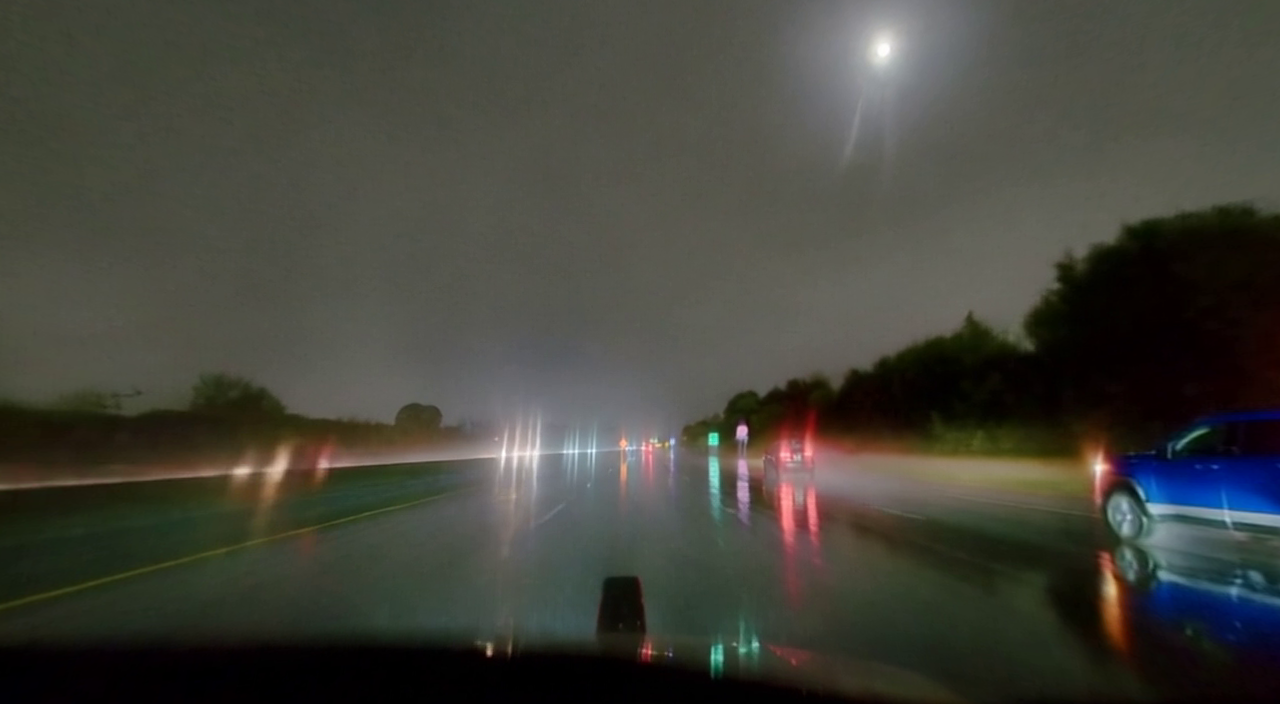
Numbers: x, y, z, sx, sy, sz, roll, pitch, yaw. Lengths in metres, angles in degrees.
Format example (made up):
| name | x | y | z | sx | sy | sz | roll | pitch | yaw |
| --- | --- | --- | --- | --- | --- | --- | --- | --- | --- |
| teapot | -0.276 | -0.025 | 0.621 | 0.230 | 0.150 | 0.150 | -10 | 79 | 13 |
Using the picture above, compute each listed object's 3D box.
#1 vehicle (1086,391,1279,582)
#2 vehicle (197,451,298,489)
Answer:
| name | x | y | z | sx | sy | sz | roll | pitch | yaw |
| --- | --- | --- | --- | --- | --- | --- | --- | --- | --- |
| vehicle | 7.373 | 1.327 | 6.210 | 2.186 | 1.848 | 5.136 | 0 | -9 | 0 |
| vehicle | -17.077 | 5.104 | 27.669 | 1.815 | 1.510 | 3.960 | 0 | -9 | 1 |
